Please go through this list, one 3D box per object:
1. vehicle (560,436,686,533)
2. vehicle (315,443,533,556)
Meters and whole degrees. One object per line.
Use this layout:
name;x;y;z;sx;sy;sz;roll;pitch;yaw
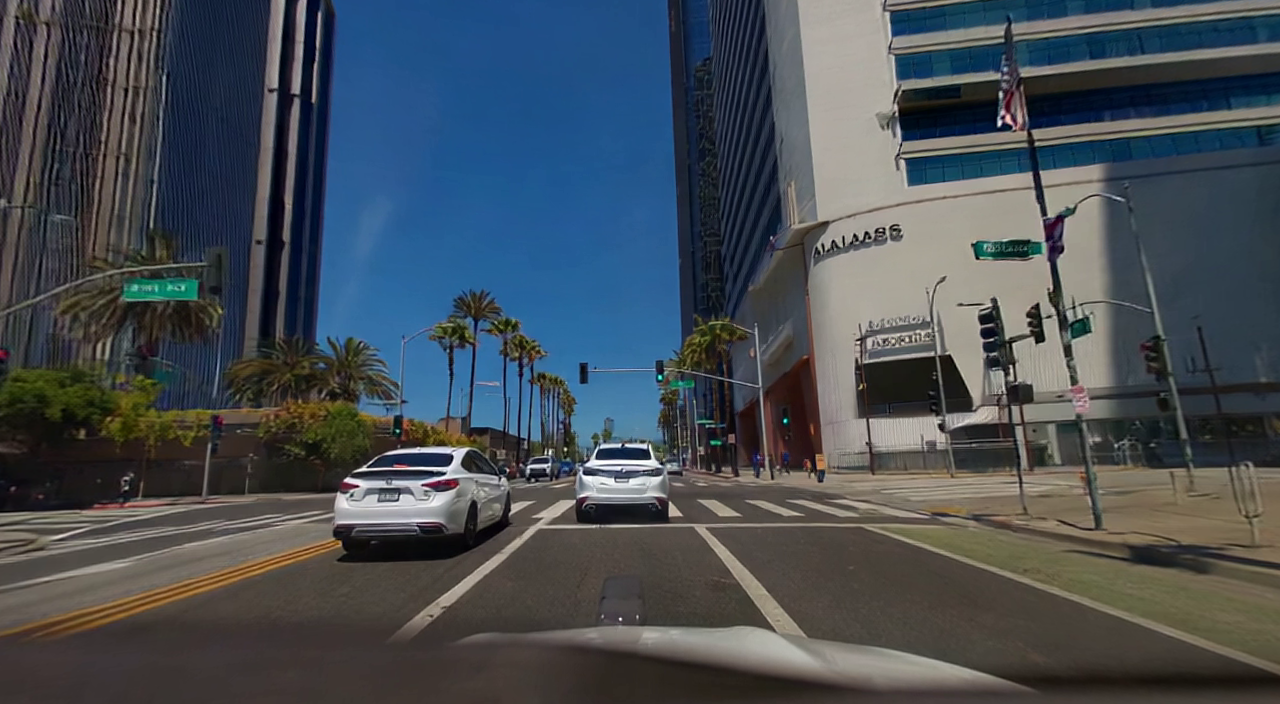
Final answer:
vehicle;-0.326;2.555;12.736;2.145;1.632;3.972;0;-9;-1
vehicle;-3.292;2.332;10.823;2.096;1.492;4.666;0;-9;0
